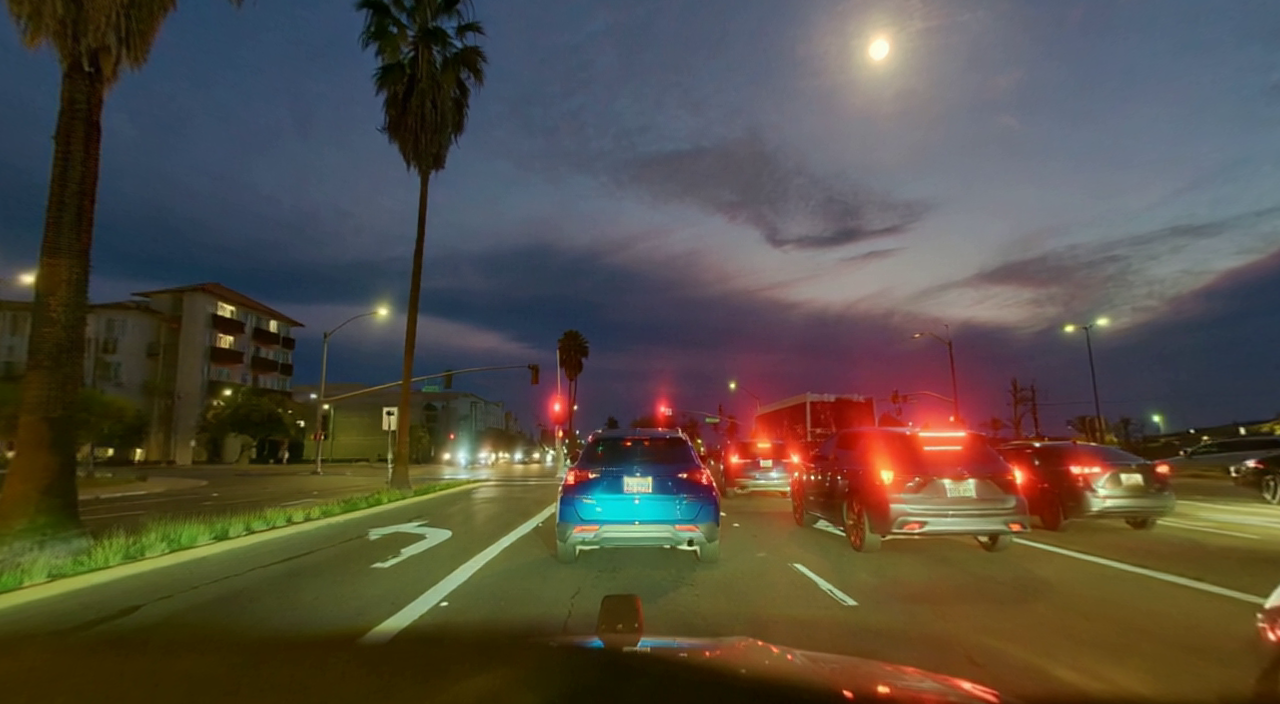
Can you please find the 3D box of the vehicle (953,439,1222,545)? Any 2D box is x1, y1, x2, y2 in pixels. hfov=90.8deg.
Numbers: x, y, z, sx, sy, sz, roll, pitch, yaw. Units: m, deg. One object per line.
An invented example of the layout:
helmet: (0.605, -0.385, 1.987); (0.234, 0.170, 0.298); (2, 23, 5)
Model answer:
vehicle: (7.363, 2.293, 11.023); (1.832, 1.477, 3.981); (0, -9, 1)

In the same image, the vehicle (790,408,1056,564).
vehicle: (3.674, 1.819, 9.225); (1.947, 1.725, 4.159); (0, -9, 1)

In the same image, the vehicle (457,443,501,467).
vehicle: (-12.376, 7.945, 48.778); (2.180, 1.776, 4.521); (0, -9, 0)

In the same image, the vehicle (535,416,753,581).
vehicle: (0.031, 1.712, 8.139); (2.083, 1.572, 4.021); (0, -9, 0)

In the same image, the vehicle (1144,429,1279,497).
vehicle: (18.052, 3.209, 18.460); (4.786, 1.848, 2.107); (0, -9, -1)
